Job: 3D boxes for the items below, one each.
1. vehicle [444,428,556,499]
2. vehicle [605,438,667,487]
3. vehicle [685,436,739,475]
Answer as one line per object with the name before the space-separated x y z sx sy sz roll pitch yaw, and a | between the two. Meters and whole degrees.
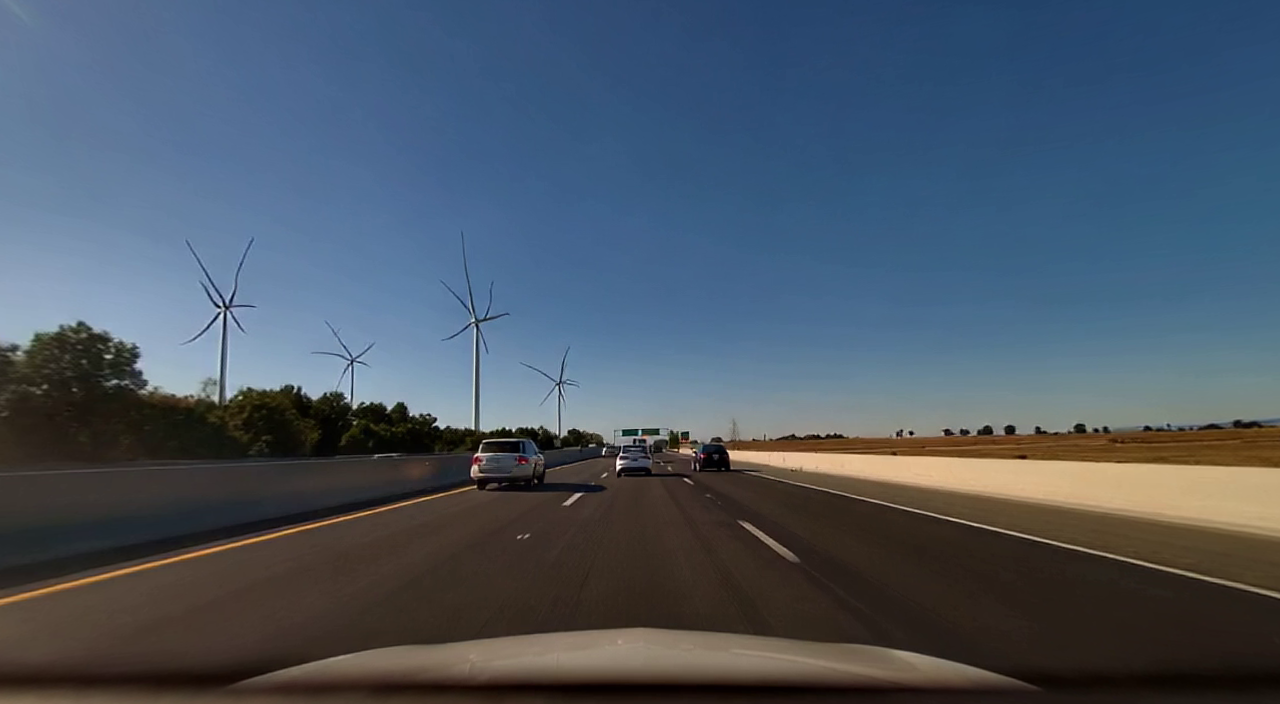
vehicle | -3.886 3.200 18.412 2.131 1.784 4.635 0 -9 1
vehicle | -0.148 4.048 23.322 2.083 1.653 3.787 0 -9 0
vehicle | 3.632 5.354 32.674 2.104 1.861 4.956 0 -9 -1
